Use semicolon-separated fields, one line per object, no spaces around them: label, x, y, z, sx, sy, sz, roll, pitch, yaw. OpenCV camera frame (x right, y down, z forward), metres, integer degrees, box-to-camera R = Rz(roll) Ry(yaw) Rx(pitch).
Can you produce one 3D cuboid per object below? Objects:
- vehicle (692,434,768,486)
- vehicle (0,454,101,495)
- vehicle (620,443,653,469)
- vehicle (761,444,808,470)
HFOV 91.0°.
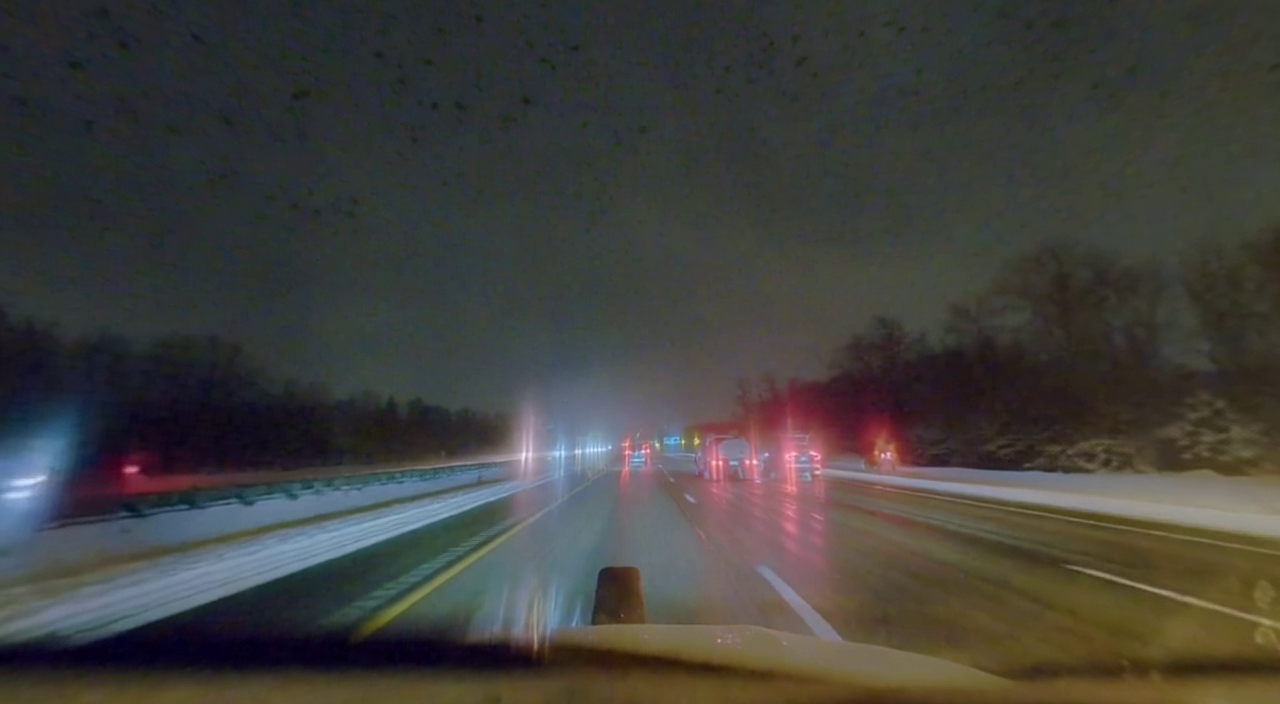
vehicle;3.405;4.227;24.860;2.269;1.839;4.554;1;-9;-1
vehicle;-25.600;5.068;26.333;1.896;1.549;4.654;0;-9;1
vehicle;-0.214;7.120;43.044;2.142;1.664;4.076;0;-9;0
vehicle;10.610;7.745;46.589;2.161;1.824;4.876;1;-9;-1
